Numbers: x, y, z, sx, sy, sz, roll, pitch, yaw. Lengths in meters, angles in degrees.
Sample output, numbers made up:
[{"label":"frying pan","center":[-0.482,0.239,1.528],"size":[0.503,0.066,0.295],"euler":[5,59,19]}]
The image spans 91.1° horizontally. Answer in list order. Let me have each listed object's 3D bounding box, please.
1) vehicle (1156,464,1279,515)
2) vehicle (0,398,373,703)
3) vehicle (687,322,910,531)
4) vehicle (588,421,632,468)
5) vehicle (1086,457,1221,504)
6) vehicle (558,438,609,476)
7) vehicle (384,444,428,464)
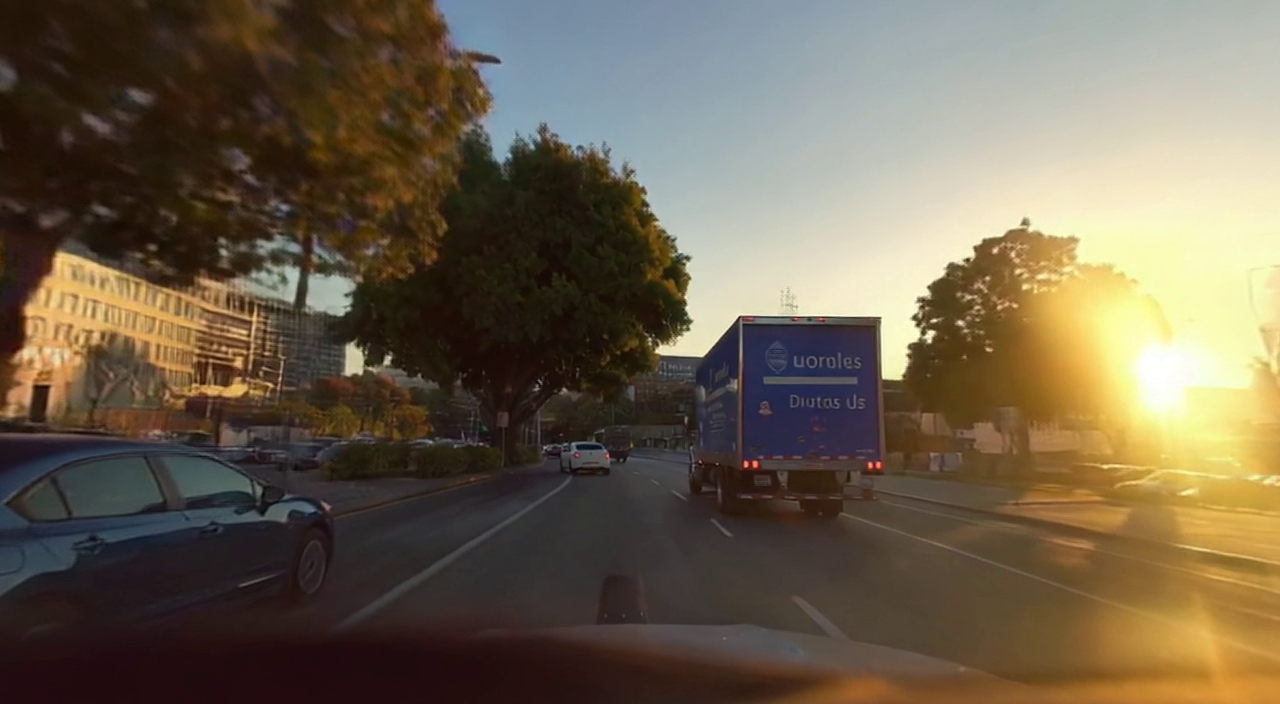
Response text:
[{"label":"vehicle","center":[20.811,4.723,21.907],"size":[4.684,1.477,2.079],"euler":[3,-9,-20]},{"label":"vehicle","center":[-3.611,1.177,4.072],"size":[1.828,1.515,4.422],"euler":[0,-9,0]},{"label":"vehicle","center":[3.061,1.889,15.235],"size":[2.905,3.644,8.441],"euler":[0,-9,-2]},{"label":"vehicle","center":[-2.380,6.902,46.693],"size":[2.837,3.142,7.371],"euler":[2,-9,-5]},{"label":"vehicle","center":[19.982,4.923,24.428],"size":[4.581,1.612,2.083],"euler":[4,-9,-24]},{"label":"vehicle","center":[-2.995,5.426,32.597],"size":[2.388,1.811,4.455],"euler":[1,-9,-8]},{"label":"vehicle","center":[-17.930,7.819,48.297],"size":[2.015,1.465,4.723],"euler":[1,-9,-5]}]
